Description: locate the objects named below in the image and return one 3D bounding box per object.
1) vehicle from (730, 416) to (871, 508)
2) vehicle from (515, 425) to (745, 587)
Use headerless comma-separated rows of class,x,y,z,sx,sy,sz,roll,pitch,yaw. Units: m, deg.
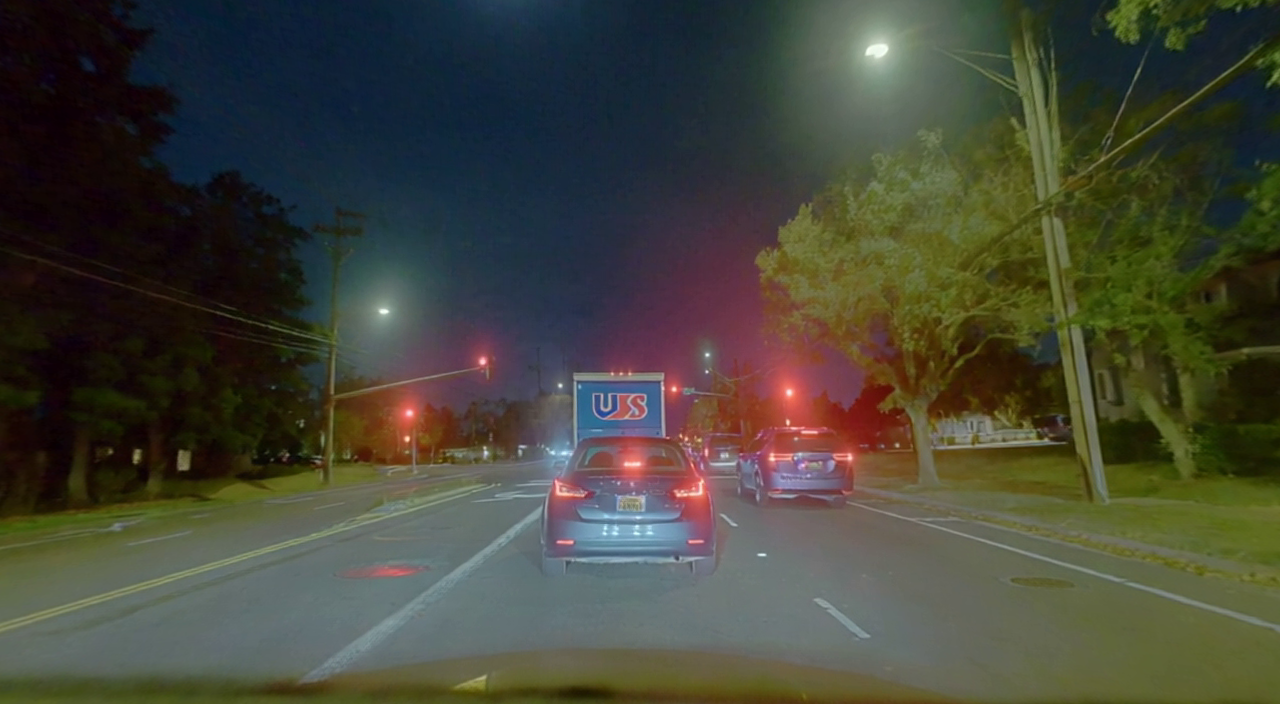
vehicle,3.604,2.585,15.226,2.145,1.847,4.524,0,-8,-1
vehicle,-0.148,1.742,8.033,2.135,1.483,4.207,0,-8,-2
